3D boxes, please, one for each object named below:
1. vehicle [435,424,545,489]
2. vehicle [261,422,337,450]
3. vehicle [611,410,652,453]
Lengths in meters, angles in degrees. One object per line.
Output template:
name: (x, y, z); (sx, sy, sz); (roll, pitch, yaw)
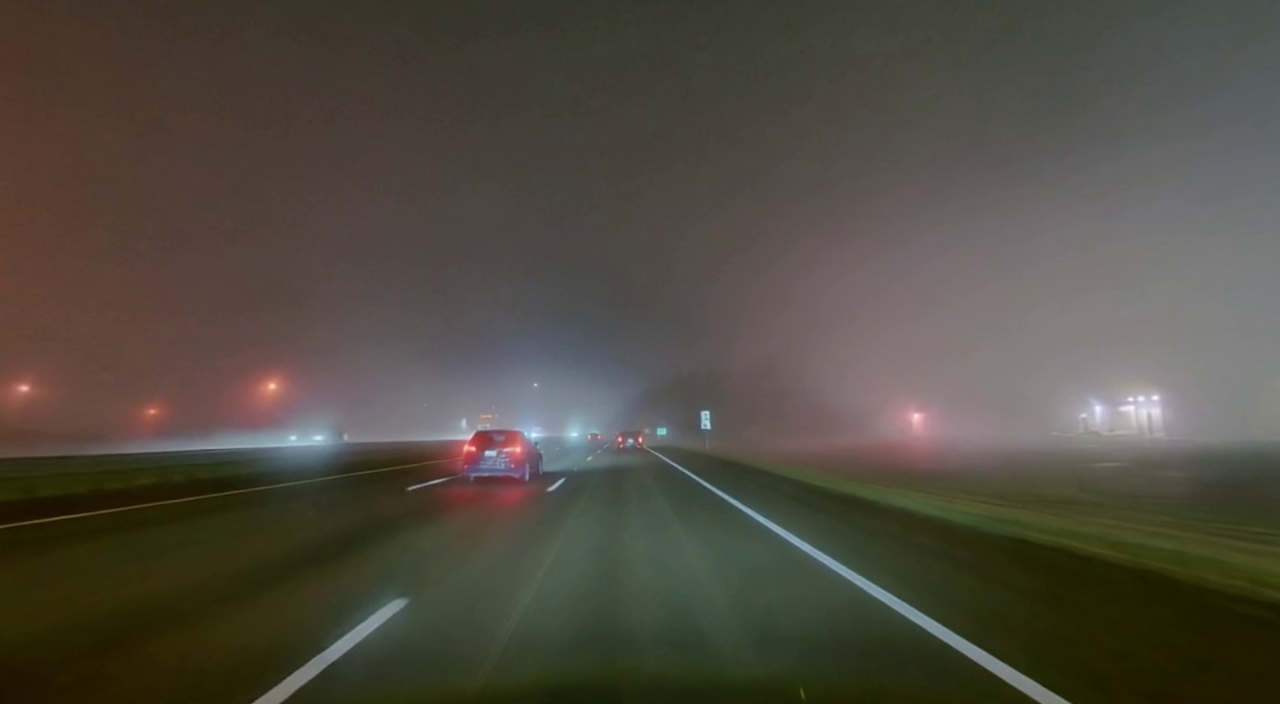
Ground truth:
vehicle: (-3.782, 2.690, 16.589); (1.955, 1.508, 3.996); (0, -8, 0)
vehicle: (-20.161, 4.997, 37.425); (1.897, 1.523, 4.794); (0, -8, -1)
vehicle: (-0.692, 5.484, 43.321); (2.418, 2.704, 6.445); (0, -8, -4)
